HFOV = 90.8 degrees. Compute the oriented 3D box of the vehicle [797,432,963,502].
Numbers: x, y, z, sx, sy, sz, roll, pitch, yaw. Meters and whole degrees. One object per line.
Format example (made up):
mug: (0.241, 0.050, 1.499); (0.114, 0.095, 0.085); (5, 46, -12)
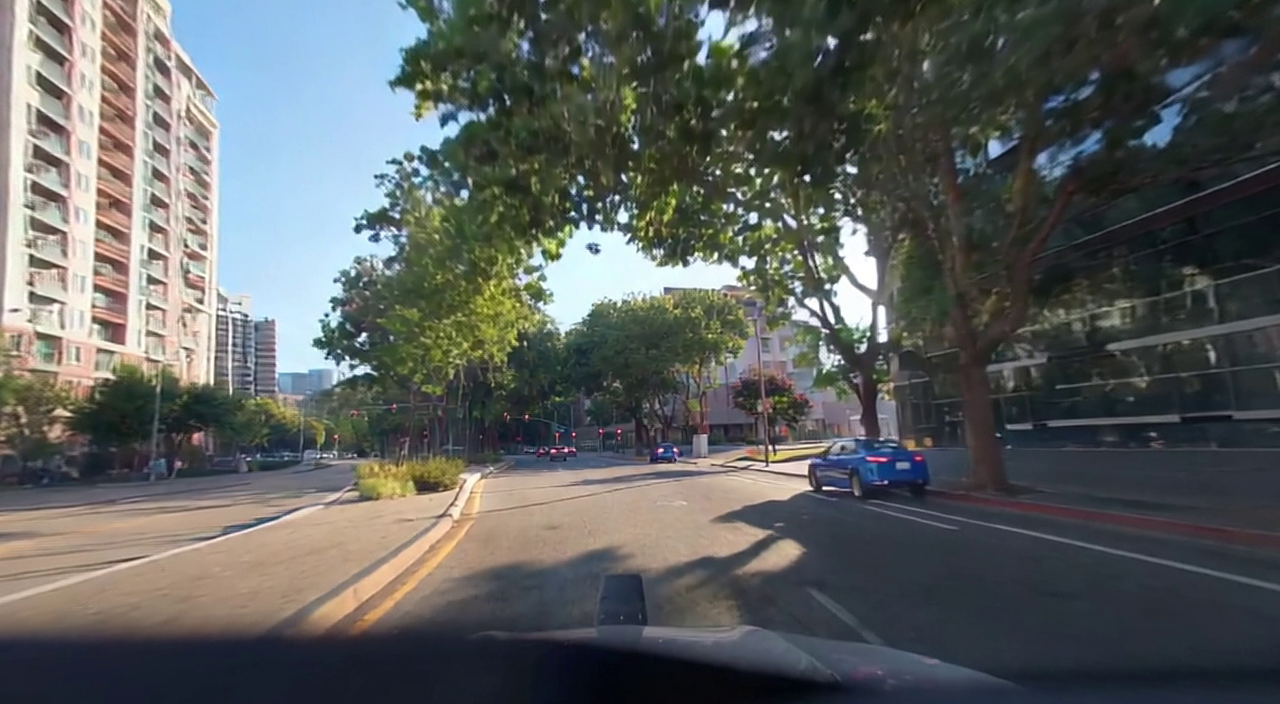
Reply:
vehicle: (5.816, 2.831, 16.203); (1.984, 1.479, 5.102); (1, -8, -4)
